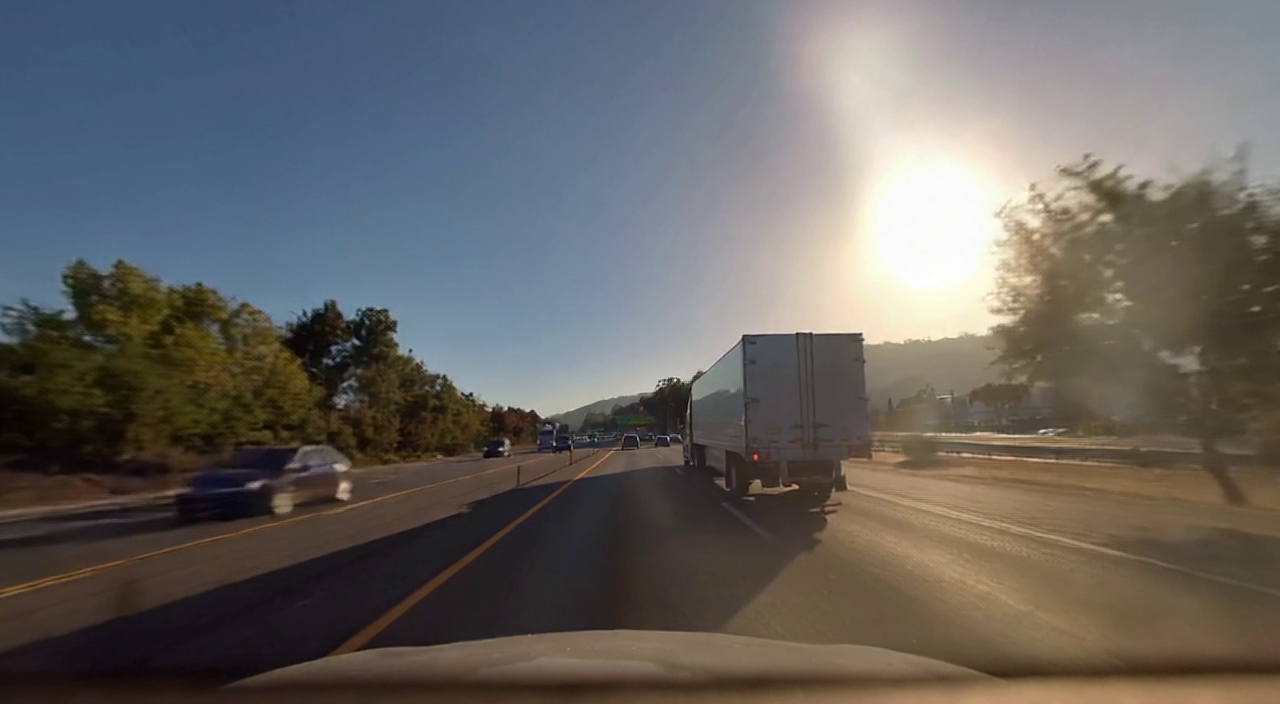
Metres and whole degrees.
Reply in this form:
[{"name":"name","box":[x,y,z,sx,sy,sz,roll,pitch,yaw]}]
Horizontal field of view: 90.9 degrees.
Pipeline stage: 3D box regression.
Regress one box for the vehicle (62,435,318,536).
[{"name":"vehicle","box":[-8.029,2.343,11.825,1.930,1.542,3.943,0,-7,-1]}]

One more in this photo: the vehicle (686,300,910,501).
[{"name":"vehicle","box":[3.605,1.856,19.370,3.038,3.975,13.887,0,-8,-1]}]
